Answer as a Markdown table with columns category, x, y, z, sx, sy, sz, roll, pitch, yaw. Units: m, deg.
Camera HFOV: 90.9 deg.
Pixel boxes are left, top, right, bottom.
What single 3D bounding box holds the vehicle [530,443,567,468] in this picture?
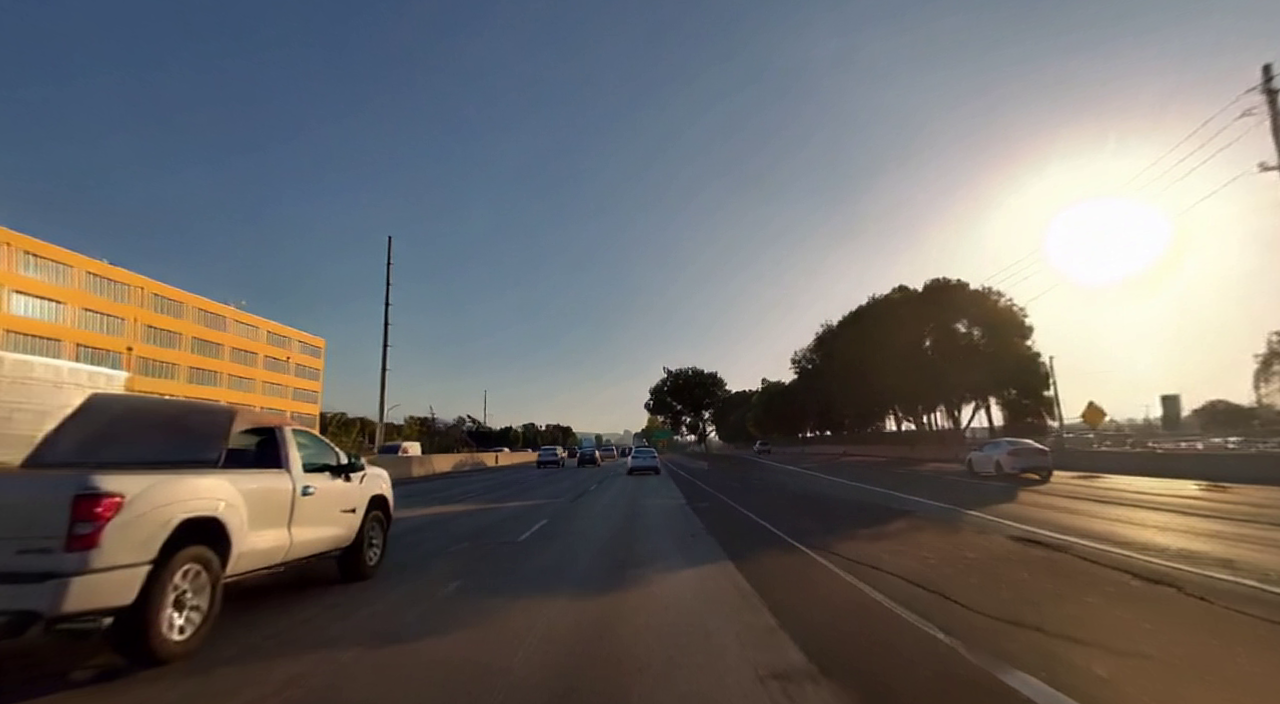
| category | x | y | z | sx | sy | sz | roll | pitch | yaw |
| --- | --- | --- | --- | --- | --- | --- | --- | --- | --- |
| vehicle | -7.152 | 8.152 | 49.826 | 2.106 | 1.827 | 4.814 | 0 | -8 | 1 |

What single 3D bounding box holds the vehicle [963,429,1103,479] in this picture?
| category | x | y | z | sx | sy | sz | roll | pitch | yaw |
| --- | --- | --- | --- | --- | --- | --- | --- | --- | --- |
| vehicle | 12.985 | 3.416 | 21.264 | 1.966 | 1.484 | 4.610 | -1 | -8 | 3 |

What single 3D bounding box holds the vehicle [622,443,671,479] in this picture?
| category | x | y | z | sx | sy | sz | roll | pitch | yaw |
| --- | --- | --- | --- | --- | --- | --- | --- | --- | --- |
| vehicle | 0.286 | 5.080 | 29.642 | 2.107 | 1.538 | 3.999 | 0 | -8 | 0 |

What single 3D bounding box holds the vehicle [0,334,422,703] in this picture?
| category | x | y | z | sx | sy | sz | roll | pitch | yaw |
| --- | --- | --- | --- | --- | --- | --- | --- | --- | --- |
| vehicle | -3.886 | 1.218 | 5.243 | 2.250 | 1.872 | 5.038 | 0 | -8 | 1 |

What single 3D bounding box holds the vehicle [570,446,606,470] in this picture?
| category | x | y | z | sx | sy | sz | roll | pitch | yaw |
| --- | --- | --- | --- | --- | --- | --- | --- | --- | --- |
| vehicle | -3.505 | 7.207 | 43.256 | 2.059 | 1.508 | 4.662 | 0 | -8 | 0 |
